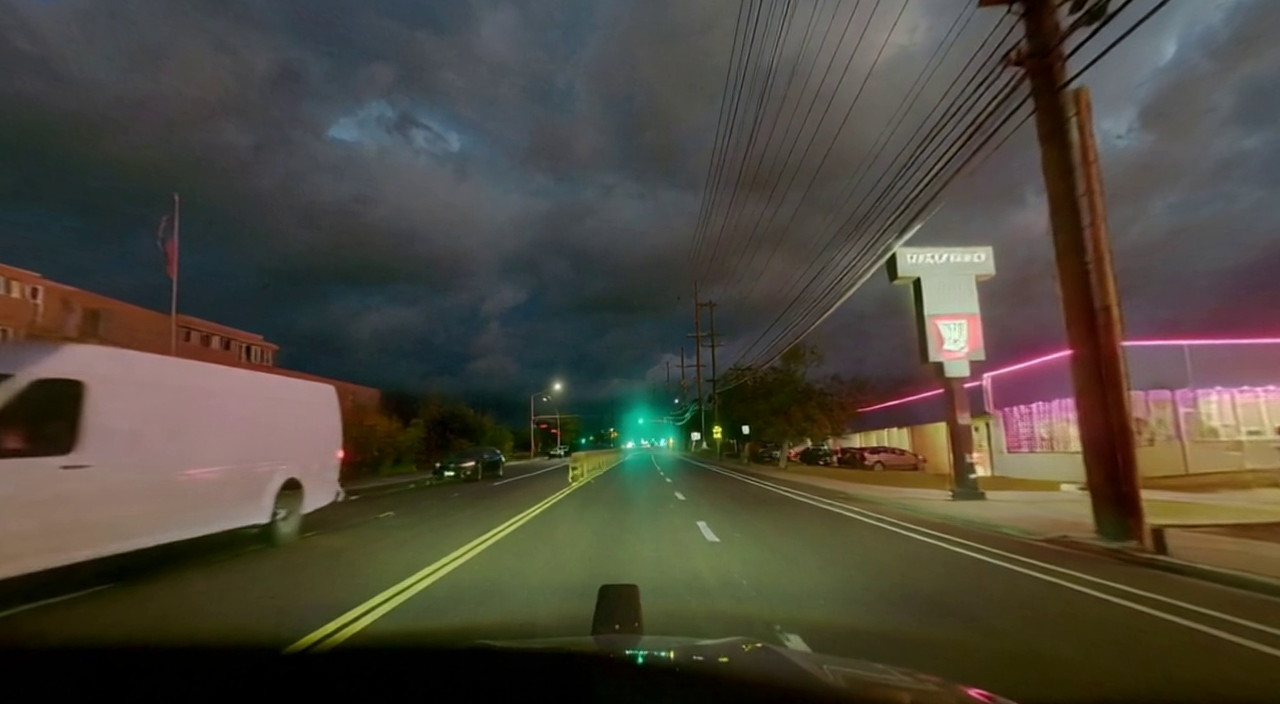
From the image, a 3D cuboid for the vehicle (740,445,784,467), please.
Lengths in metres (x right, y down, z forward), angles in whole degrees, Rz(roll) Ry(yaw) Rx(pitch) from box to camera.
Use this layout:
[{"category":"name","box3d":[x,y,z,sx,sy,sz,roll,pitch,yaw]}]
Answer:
[{"category":"vehicle","box3d":[8.264,7.055,42.962,1.869,1.428,4.250,0,-8,-5]}]

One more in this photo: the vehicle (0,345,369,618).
[{"category":"vehicle","box3d":[-6.928,1.599,8.600,2.909,2.362,7.390,-1,-8,2]}]

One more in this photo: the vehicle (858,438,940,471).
[{"category":"vehicle","box3d":[13.015,5.184,32.006,2.143,1.518,4.893,0,-8,0]}]

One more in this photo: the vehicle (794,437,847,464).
[{"category":"vehicle","box3d":[12.671,6.941,44.464,2.051,1.811,5.330,0,-8,-1]}]

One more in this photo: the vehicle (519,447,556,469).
[{"category":"vehicle","box3d":[-7.242,7.478,44.801,1.877,1.445,4.429,-1,-8,0]}]

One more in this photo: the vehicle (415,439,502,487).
[{"category":"vehicle","box3d":[-7.259,4.451,25.678,2.242,1.741,4.519,0,-8,-1]}]
